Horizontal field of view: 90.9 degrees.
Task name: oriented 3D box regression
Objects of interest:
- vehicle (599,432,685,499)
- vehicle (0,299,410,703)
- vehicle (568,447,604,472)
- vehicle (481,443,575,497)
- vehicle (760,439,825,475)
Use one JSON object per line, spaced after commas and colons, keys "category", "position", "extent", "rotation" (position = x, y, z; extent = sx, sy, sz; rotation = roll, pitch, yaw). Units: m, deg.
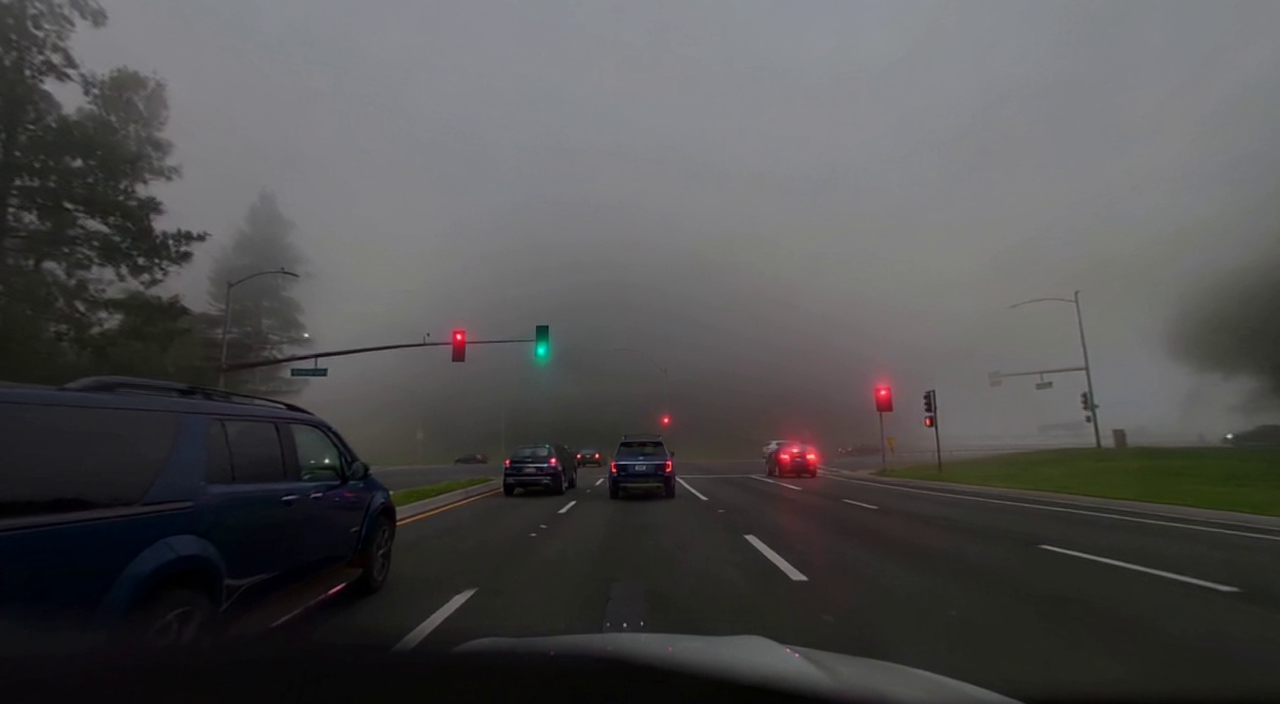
{"category": "vehicle", "position": [0.069, 3.327, 18.905], "extent": [2.298, 1.770, 4.138], "rotation": [0, -8, 0]}
{"category": "vehicle", "position": [-3.484, 0.943, 3.640], "extent": [2.320, 1.863, 5.148], "rotation": [0, -8, 1]}
{"category": "vehicle", "position": [-3.425, 6.843, 40.530], "extent": [2.004, 1.484, 4.480], "rotation": [0, -8, -1]}
{"category": "vehicle", "position": [-3.436, 3.722, 20.427], "extent": [2.061, 1.504, 5.142], "rotation": [0, -8, 1]}
{"category": "vehicle", "position": [7.948, 5.517, 33.364], "extent": [2.166, 1.761, 4.692], "rotation": [0, -8, -1]}
